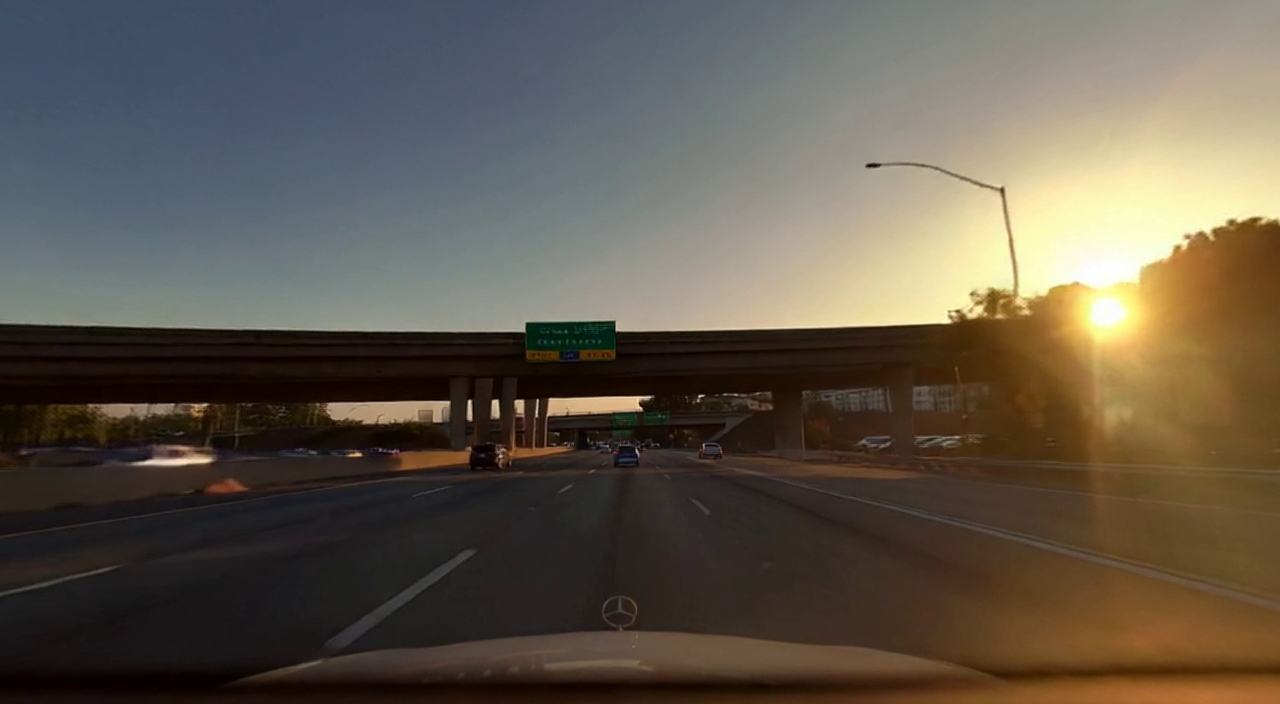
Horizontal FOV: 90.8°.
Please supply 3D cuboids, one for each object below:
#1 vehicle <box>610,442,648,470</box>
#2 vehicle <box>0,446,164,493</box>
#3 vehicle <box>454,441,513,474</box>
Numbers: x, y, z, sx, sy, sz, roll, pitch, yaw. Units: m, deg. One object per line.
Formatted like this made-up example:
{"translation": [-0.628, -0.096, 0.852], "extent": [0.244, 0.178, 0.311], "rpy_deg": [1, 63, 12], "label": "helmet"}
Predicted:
{"translation": [-0.654, 5.751, 35.157], "extent": [2.012, 1.471, 4.059], "rpy_deg": [0, -8, -2], "label": "vehicle"}
{"translation": [-20.510, 4.275, 23.472], "extent": [1.971, 1.475, 4.681], "rpy_deg": [0, -8, 0], "label": "vehicle"}
{"translation": [-7.995, 5.421, 32.680], "extent": [1.957, 1.554, 4.350], "rpy_deg": [0, -8, -1], "label": "vehicle"}
